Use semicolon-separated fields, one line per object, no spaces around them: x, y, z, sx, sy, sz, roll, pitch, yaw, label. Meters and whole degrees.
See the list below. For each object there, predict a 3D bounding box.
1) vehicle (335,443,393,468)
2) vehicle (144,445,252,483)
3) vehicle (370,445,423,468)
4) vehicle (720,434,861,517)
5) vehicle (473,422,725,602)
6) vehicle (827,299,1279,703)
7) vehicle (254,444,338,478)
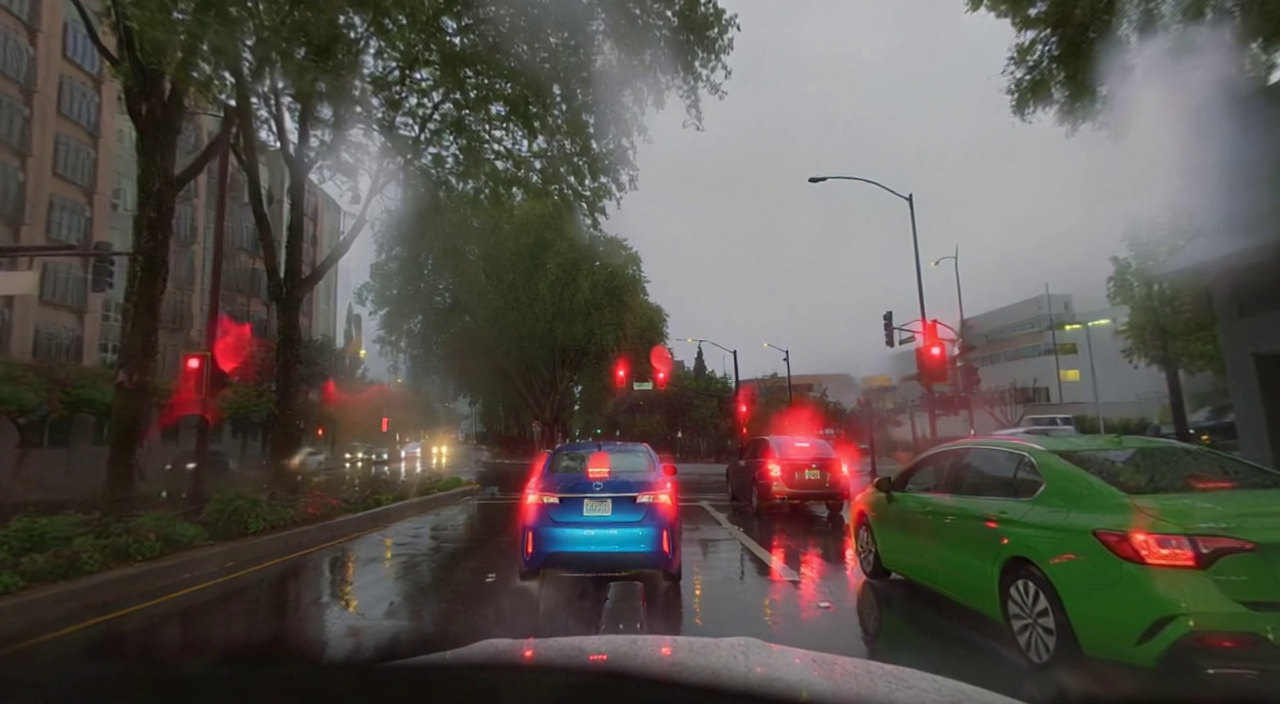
-21.242;7.981;48.875;2.233;1.782;4.862;0;-8;0;vehicle
-21.681;5.492;31.268;1.935;1.701;4.590;0;-8;0;vehicle
-18.105;7.767;47.190;2.130;1.550;4.618;0;-8;0;vehicle
3.153;2.676;14.308;2.026;1.549;4.559;0;-8;-1;vehicle
-0.369;1.653;7.386;2.143;1.520;3.848;0;-8;-1;vehicle
3.578;1.109;5.055;2.572;1.945;5.065;0;-8;0;vehicle
-17.945;5.682;33.190;1.976;1.667;4.274;0;-8;0;vehicle
